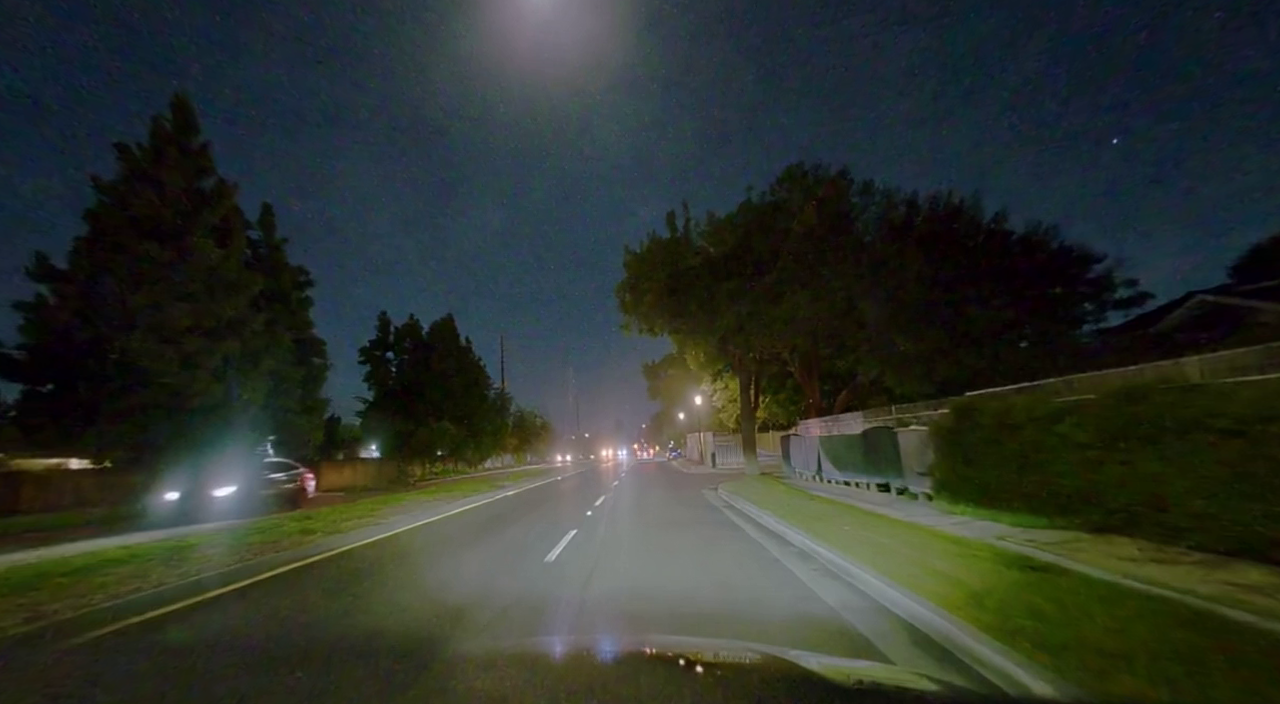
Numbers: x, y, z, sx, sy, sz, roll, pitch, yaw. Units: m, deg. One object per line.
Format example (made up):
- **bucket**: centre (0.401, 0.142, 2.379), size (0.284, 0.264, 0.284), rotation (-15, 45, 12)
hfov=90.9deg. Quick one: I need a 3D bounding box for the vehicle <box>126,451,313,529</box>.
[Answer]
- **vehicle**: centre (-11.462, 3.735, 17.701), size (2.168, 1.683, 4.502), rotation (-4, -8, 0)
